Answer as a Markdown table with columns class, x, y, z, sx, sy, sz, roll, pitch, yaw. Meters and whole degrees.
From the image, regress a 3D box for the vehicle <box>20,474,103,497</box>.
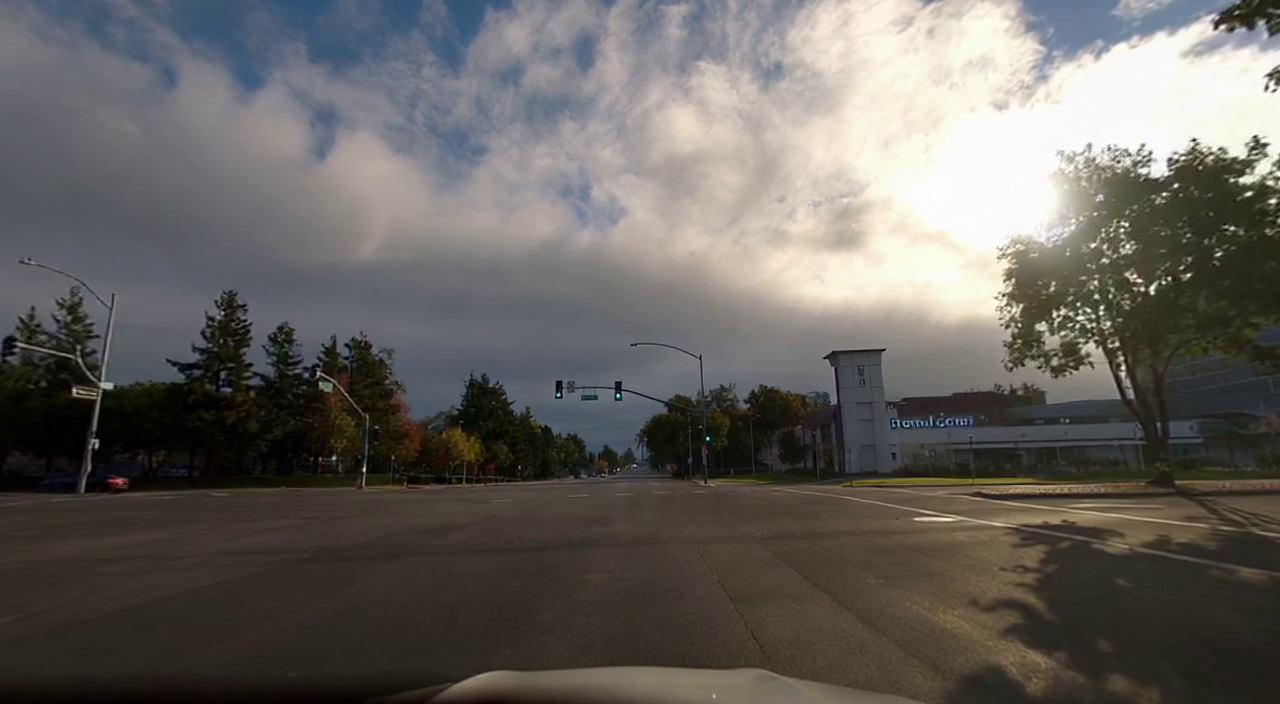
| class | x | y | z | sx | sy | sz | roll | pitch | yaw |
| --- | --- | --- | --- | --- | --- | --- | --- | --- | --- |
| vehicle | -41.735 | 9.618 | 45.640 | 4.147 | 1.445 | 1.706 | 0 | -9 | -6 |
